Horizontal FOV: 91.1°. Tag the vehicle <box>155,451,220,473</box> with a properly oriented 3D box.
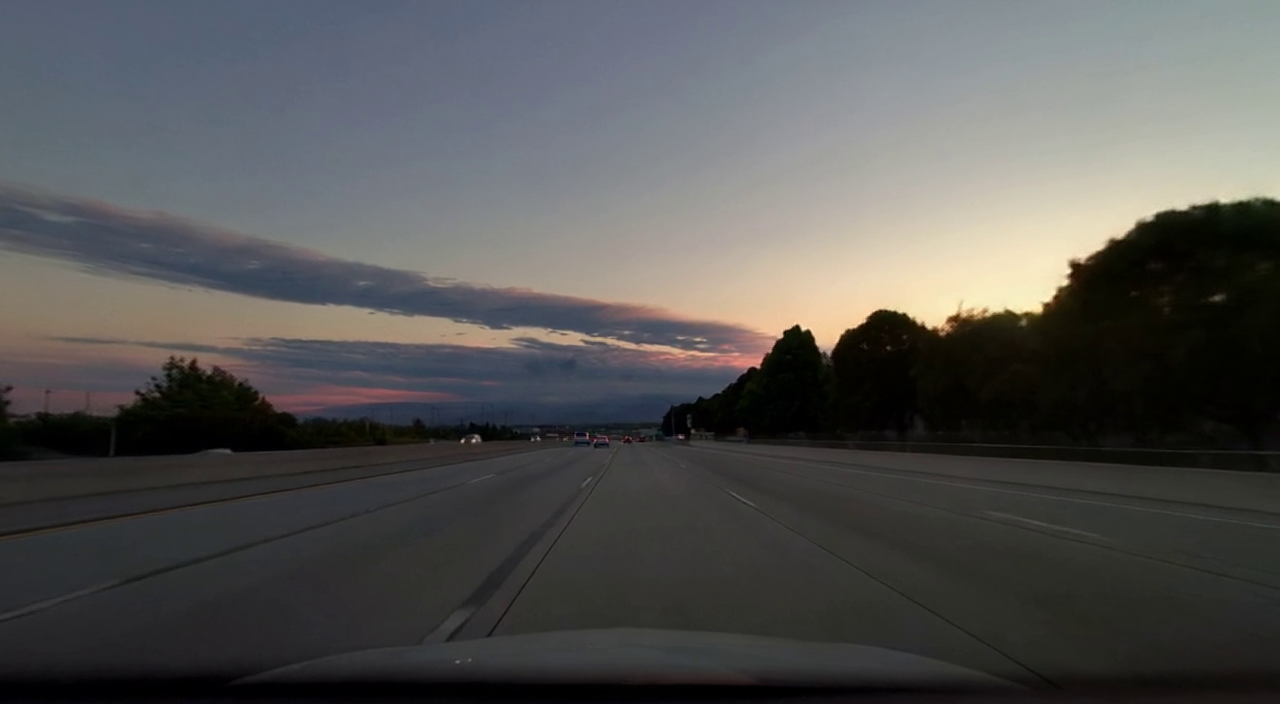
[{"bbox_3d":[-34.362,8.356,47.870,1.718,1.467,4.192,-1,-8,3],"label":"vehicle"}]
